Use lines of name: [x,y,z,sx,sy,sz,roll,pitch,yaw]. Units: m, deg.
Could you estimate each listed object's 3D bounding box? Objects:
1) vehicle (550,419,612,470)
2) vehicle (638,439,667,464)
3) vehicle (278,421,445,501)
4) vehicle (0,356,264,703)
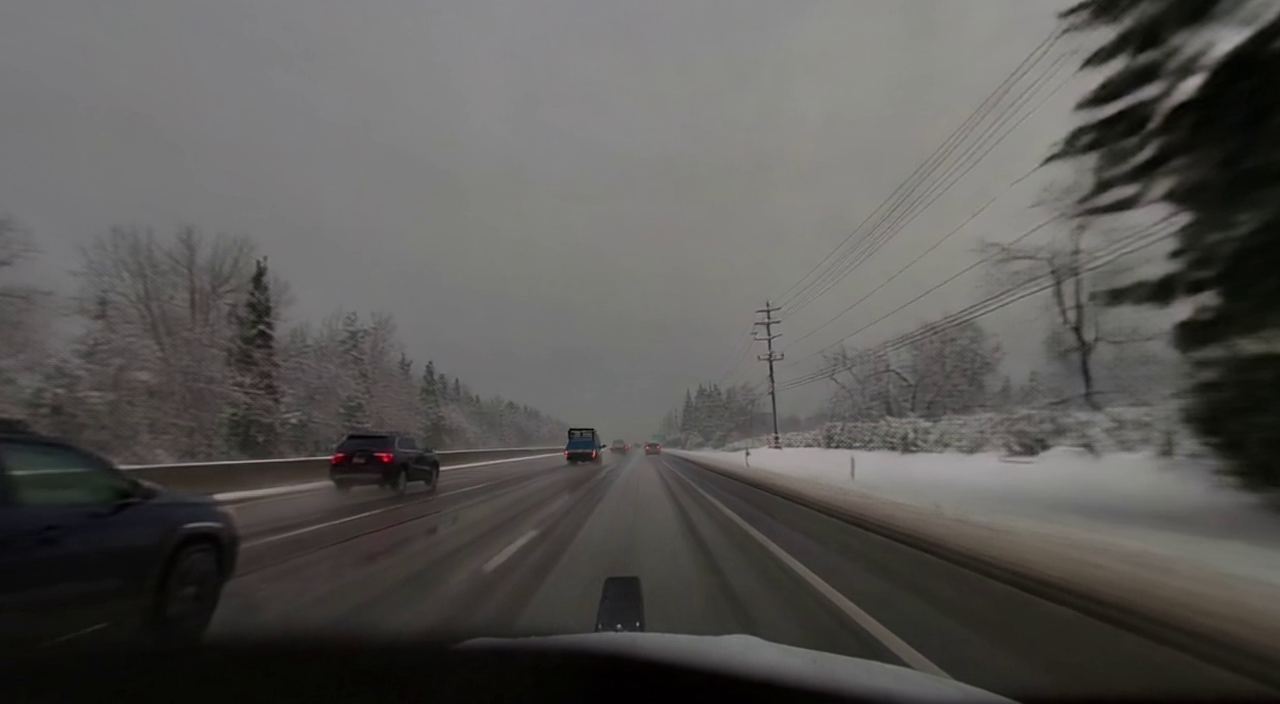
vehicle: [-3.553,5.970,40.481,2.915,2.885,9.394,0,-9,1]
vehicle: [0.962,7.304,46.228,2.038,1.677,4.219,0,-9,2]
vehicle: [-7.427,2.993,17.610,2.192,1.893,5.330,0,-9,0]
vehicle: [-3.858,0.843,2.614,1.976,1.688,4.124,0,-9,0]
